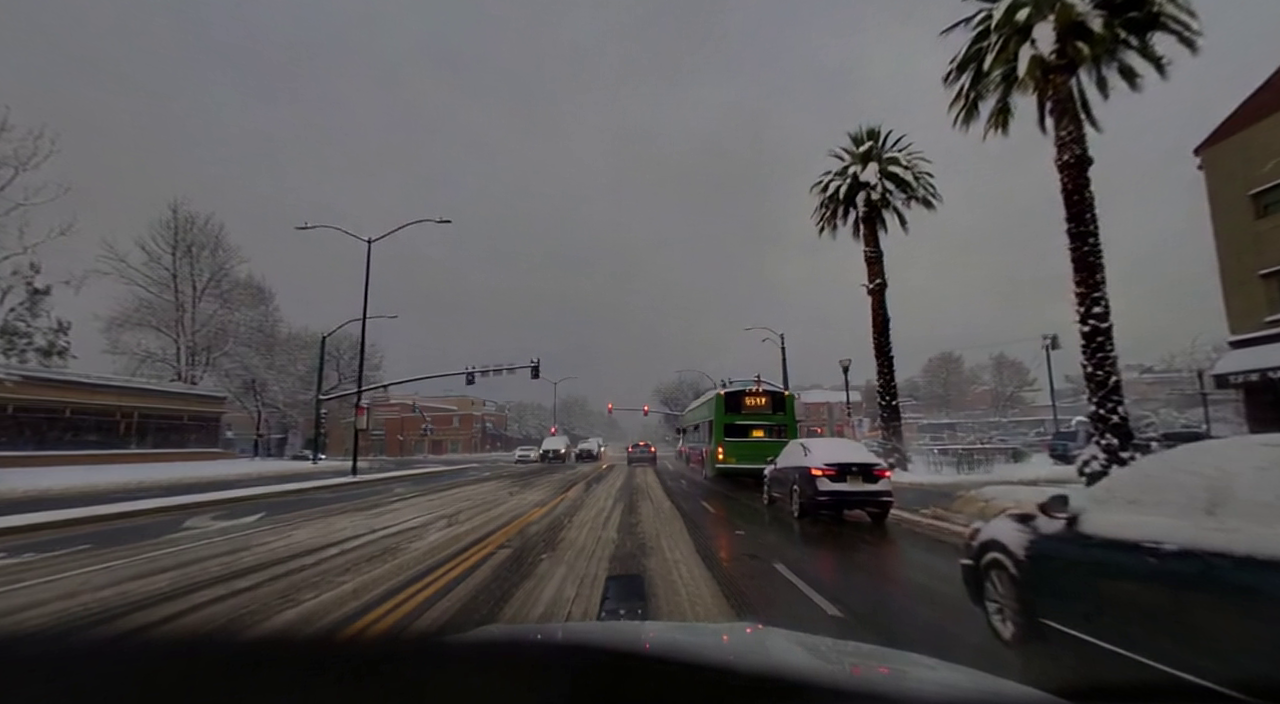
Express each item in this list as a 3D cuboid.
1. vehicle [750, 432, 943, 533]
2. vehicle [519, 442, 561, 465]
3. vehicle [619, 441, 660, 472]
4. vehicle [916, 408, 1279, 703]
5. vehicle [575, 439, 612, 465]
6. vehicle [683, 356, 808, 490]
[{"bbox_3d":[3.603,2.382,12.226,1.965,1.519,5.078,0,-9,-1],"label":"vehicle"},{"bbox_3d":[-6.736,6.893,43.072,1.927,1.480,4.832,-1,-9,2],"label":"vehicle"},{"bbox_3d":[0.004,5.477,33.260,2.060,1.499,3.831,0,-9,1],"label":"vehicle"},{"bbox_3d":[3.343,1.042,2.892,2.063,1.483,4.620,0,-9,0],"label":"vehicle"},{"bbox_3d":[-3.121,6.814,43.141,2.020,1.721,4.366,-1,-9,2],"label":"vehicle"},{"bbox_3d":[3.592,3.130,25.752,2.970,4.015,13.606,0,-9,1],"label":"vehicle"}]
